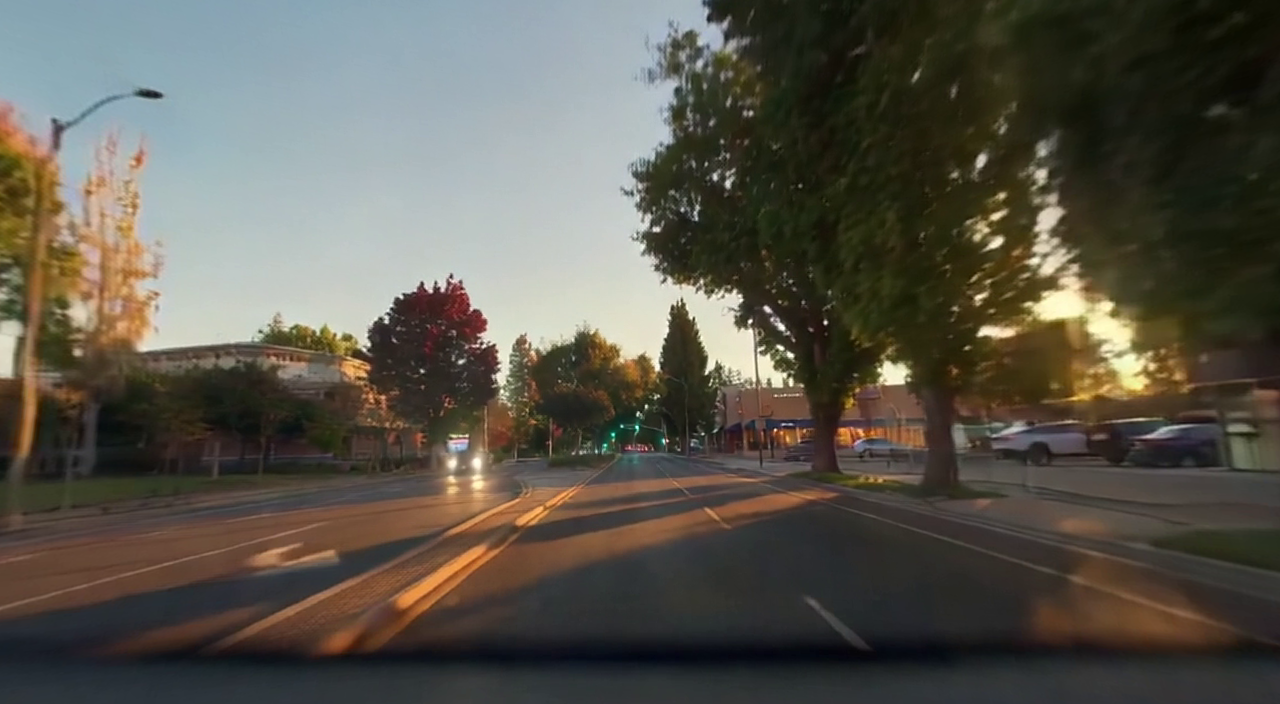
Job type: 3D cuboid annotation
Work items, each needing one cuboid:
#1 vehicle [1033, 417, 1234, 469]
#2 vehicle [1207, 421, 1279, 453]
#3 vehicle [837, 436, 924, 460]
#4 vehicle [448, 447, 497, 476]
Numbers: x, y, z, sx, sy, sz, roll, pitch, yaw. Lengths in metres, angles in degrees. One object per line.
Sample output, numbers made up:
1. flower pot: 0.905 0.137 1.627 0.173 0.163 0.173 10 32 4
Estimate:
1. vehicle: 16.311 3.056 21.020 4.947 1.587 2.133 1 -9 -2
2. vehicle: 29.657 3.998 29.469 1.749 1.436 4.792 0 -9 0
3. vehicle: 16.435 6.611 43.227 5.124 1.541 2.070 0 -10 -1
4. vehicle: -11.115 7.237 41.965 2.031 1.674 4.573 -3 -8 0
